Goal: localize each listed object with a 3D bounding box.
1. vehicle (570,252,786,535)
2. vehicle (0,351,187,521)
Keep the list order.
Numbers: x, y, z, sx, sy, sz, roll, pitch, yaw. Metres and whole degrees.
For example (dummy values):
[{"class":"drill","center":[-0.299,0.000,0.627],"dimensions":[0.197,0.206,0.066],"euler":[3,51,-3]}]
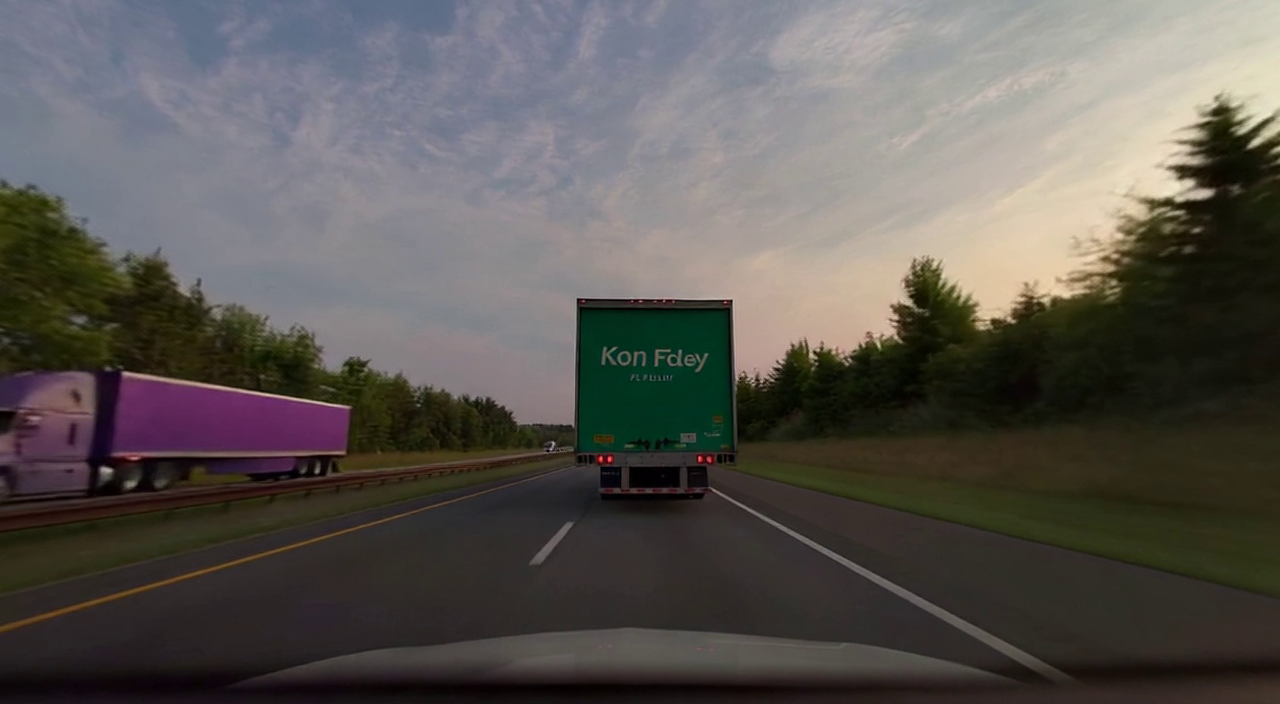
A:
[{"class":"vehicle","center":[0.486,1.693,16.868],"dimensions":[3.230,4.377,14.405],"euler":[0,-9,-1]},{"class":"vehicle","center":[-16.526,2.405,17.680],"dimensions":[2.997,3.998,5.894],"euler":[0,-9,0]}]
